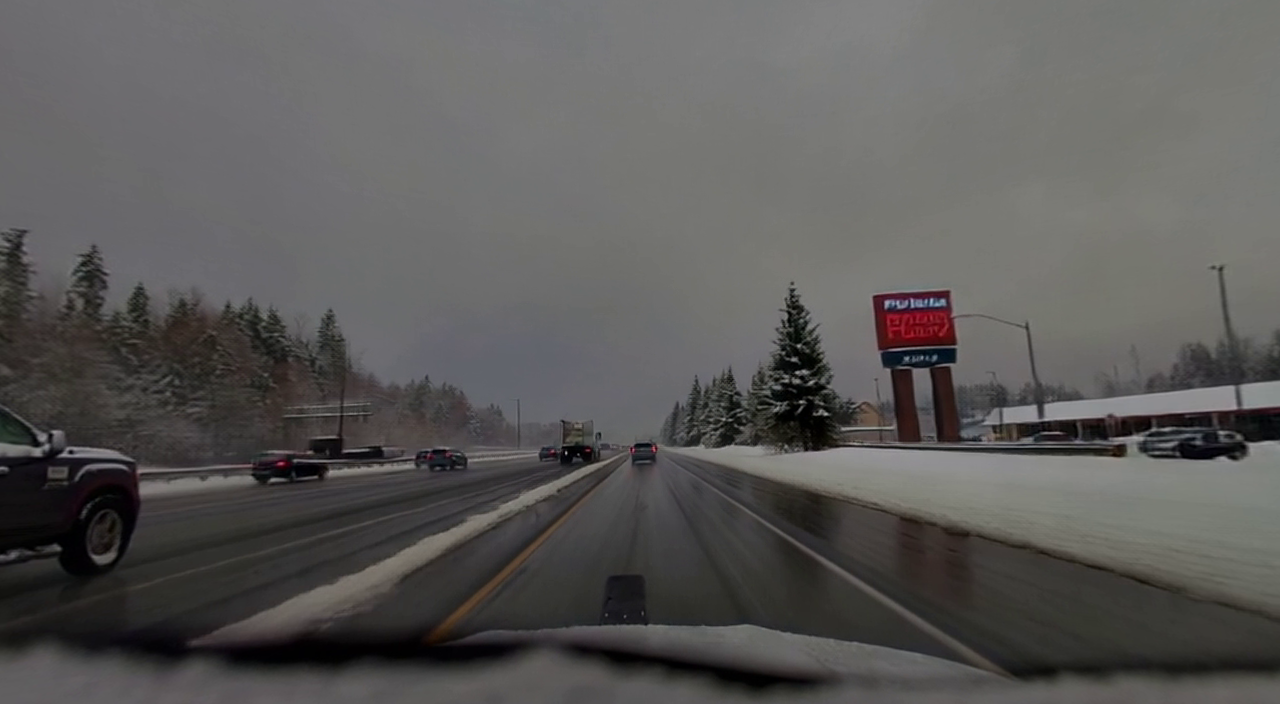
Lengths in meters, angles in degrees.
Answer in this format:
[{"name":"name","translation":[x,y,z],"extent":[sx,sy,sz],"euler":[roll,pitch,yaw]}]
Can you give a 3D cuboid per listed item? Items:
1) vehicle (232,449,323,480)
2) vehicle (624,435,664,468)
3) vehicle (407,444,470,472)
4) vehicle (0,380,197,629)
[{"name":"vehicle","translation":[-19.030,5.916,33.382],"extent":[1.899,1.478,4.640],"euler":[-1,-8,3]},{"name":"vehicle","translation":[0.272,5.882,37.488],"extent":[2.227,1.794,4.646],"euler":[0,-8,1]},{"name":"vehicle","translation":[-11.594,6.120,36.716],"extent":[1.928,1.480,4.823],"euler":[0,-8,2]},{"name":"vehicle","translation":[-5.784,1.053,4.189],"extent":[2.200,1.793,4.586],"euler":[0,-8,2]}]
